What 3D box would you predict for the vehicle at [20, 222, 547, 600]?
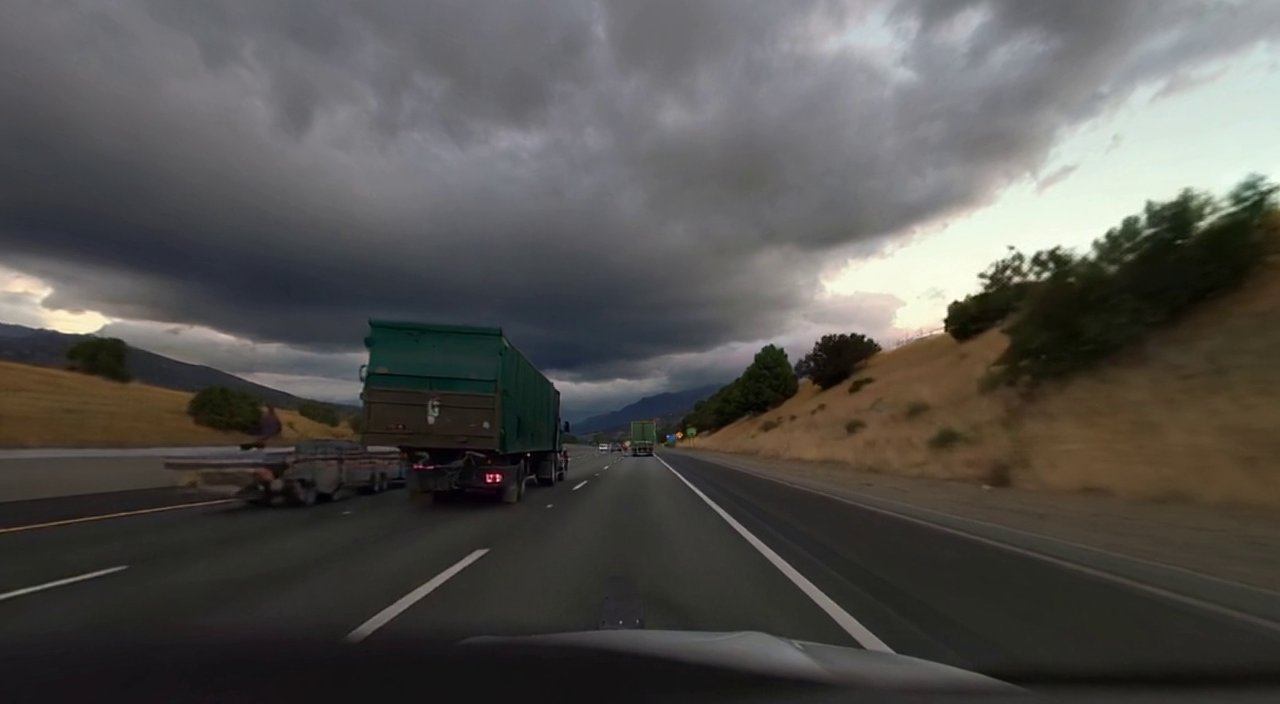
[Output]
[{"bbox_3d":[-3.804,1.266,10.875,2.789,3.271,10.894,1,-9,0],"label":"vehicle"}]
